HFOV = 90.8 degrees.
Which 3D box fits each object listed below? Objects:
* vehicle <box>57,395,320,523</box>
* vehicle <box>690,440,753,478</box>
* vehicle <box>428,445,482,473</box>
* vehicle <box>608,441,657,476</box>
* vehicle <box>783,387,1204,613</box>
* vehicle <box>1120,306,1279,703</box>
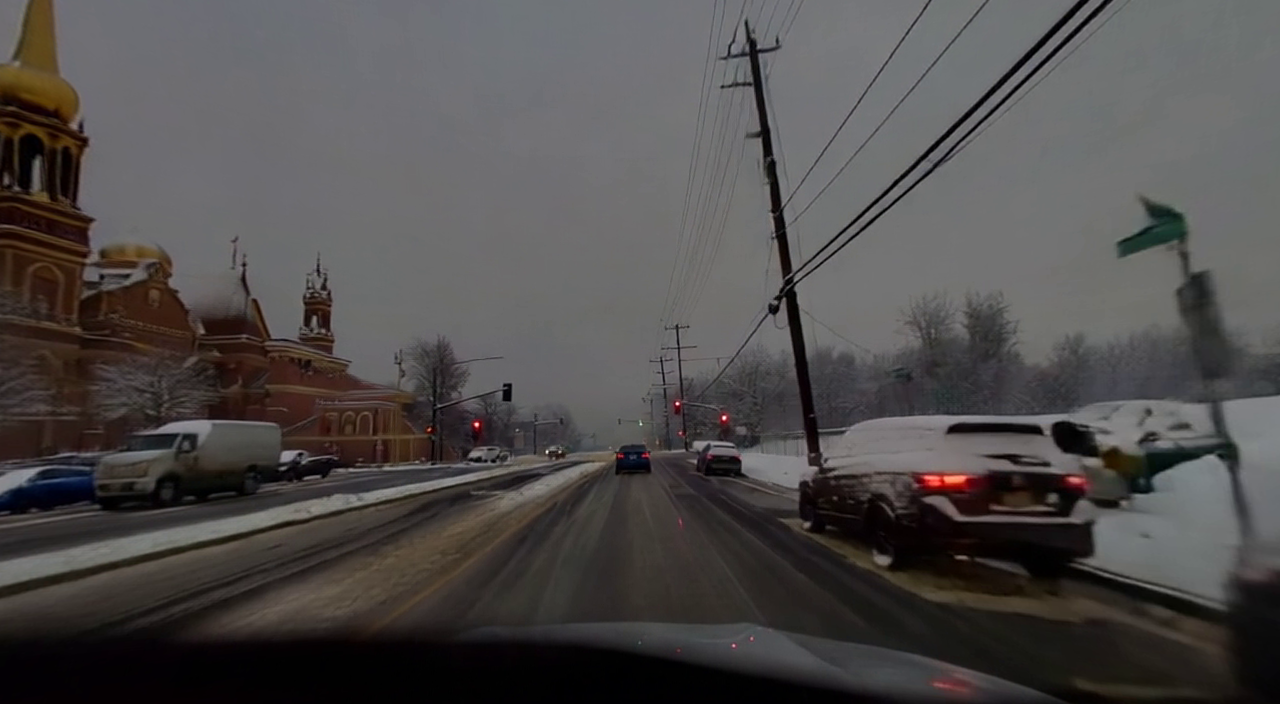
[{"bbox_3d":[-12.123,2.947,17.932,2.961,2.739,6.276,-4,-8,-1],"label":"vehicle"},{"bbox_3d":[3.520,4.738,28.180,1.944,1.530,4.539,0,-9,-4],"label":"vehicle"},{"bbox_3d":[-12.592,7.285,43.351,2.071,1.814,5.185,0,-9,1],"label":"vehicle"},{"bbox_3d":[-0.353,4.873,29.114,2.049,1.453,4.299,0,-8,-1],"label":"vehicle"},{"bbox_3d":[3.616,1.643,8.180,2.204,1.845,5.597,1,-8,0],"label":"vehicle"},{"bbox_3d":[3.633,0.548,1.050,2.140,1.890,4.402,0,-9,0],"label":"vehicle"}]
